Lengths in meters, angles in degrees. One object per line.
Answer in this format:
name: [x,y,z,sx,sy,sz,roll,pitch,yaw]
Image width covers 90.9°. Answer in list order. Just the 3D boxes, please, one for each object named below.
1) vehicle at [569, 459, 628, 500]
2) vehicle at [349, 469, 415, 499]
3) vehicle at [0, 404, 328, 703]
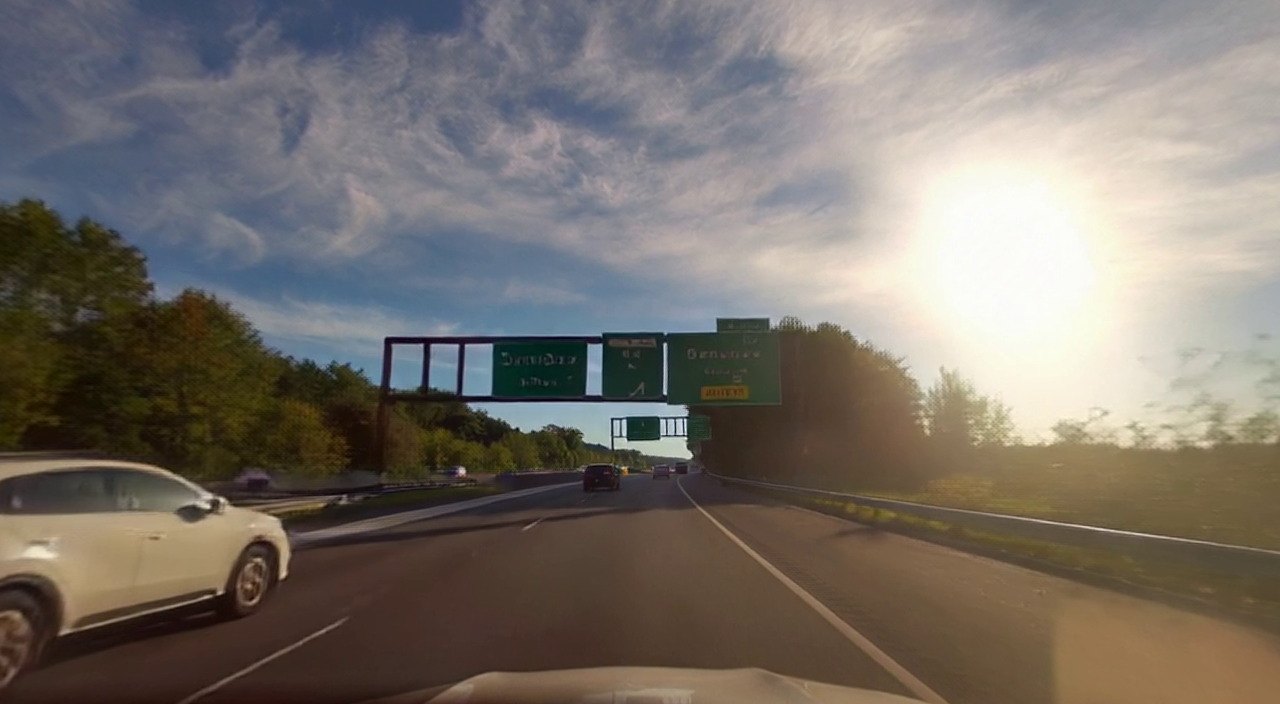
vehicle: [-1.706,5.551,27.551,2.000,1.594,3.996,0,-10,4]
vehicle: [-13.873,7.112,34.146,1.793,1.426,3.955,1,-10,2]
vehicle: [-4.094,1.135,3.651,2.063,1.556,4.740,1,-10,1]
